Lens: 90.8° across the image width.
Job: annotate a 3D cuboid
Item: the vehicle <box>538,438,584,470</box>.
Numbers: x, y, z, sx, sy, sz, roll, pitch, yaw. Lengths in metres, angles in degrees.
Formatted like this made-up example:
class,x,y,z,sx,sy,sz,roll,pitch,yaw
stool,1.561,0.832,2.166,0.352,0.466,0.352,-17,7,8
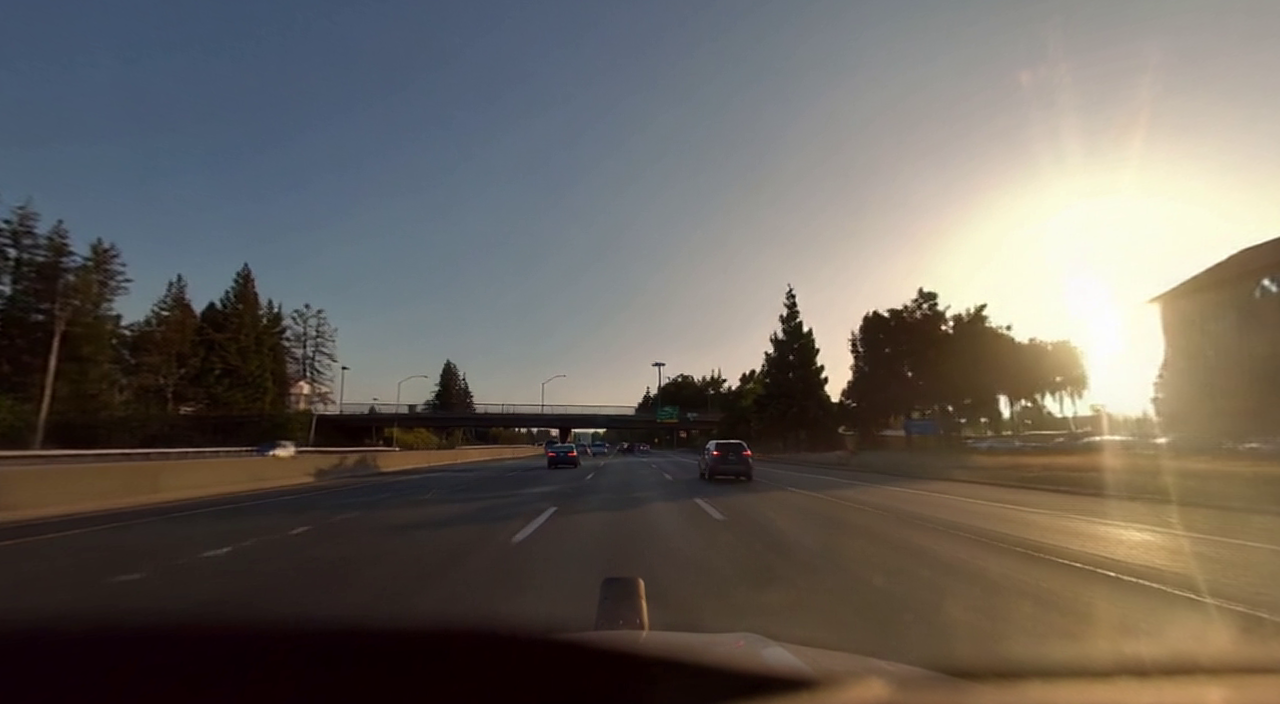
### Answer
class,x,y,z,sx,sy,sz,roll,pitch,yaw
vehicle,-4.558,5.969,37.170,2.176,1.779,4.755,0,-8,0

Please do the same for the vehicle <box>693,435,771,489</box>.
class,x,y,z,sx,sy,sz,roll,pitch,yaw
vehicle,3.100,3.793,22.197,1.997,1.686,4.247,0,-8,-2

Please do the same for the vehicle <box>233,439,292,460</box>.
class,x,y,z,sx,sy,sz,roll,pitch,yaw
vehicle,-28.626,7.404,48.023,1.806,1.465,4.358,0,-8,0
